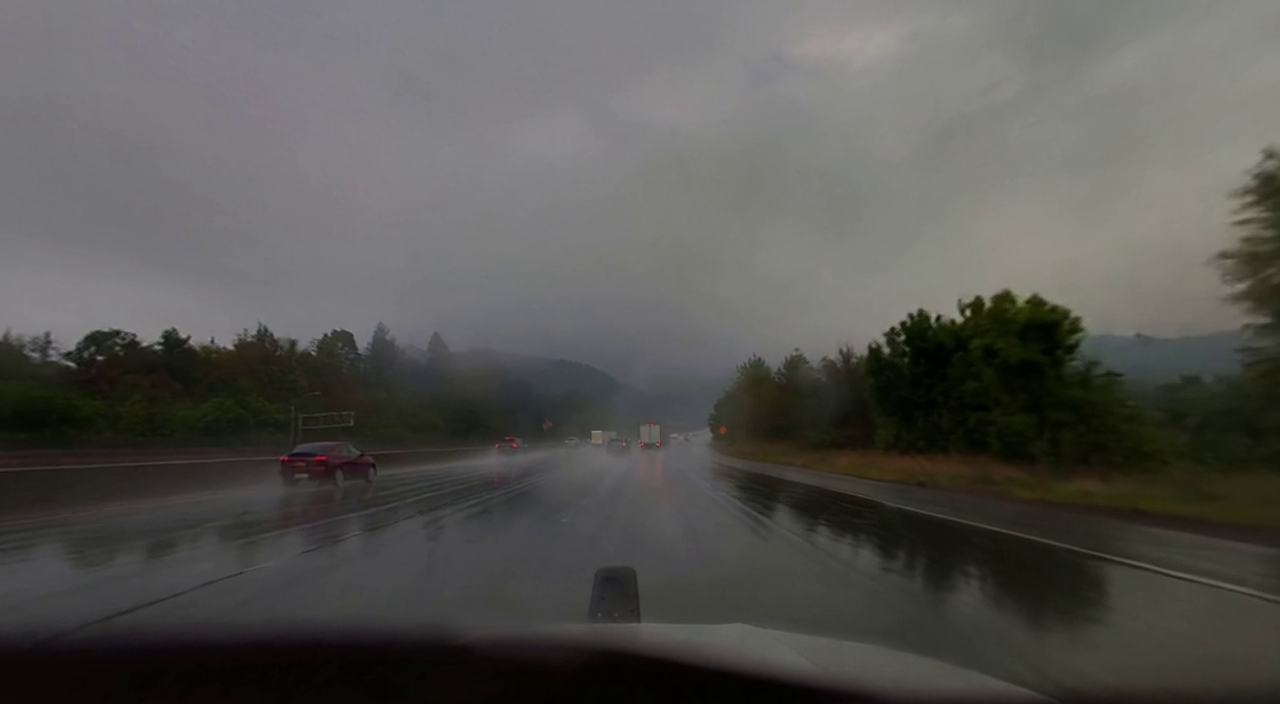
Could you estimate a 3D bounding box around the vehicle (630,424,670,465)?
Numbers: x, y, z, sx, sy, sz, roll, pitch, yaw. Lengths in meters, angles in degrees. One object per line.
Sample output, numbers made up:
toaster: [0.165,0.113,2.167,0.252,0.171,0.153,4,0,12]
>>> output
vehicle: [0.775,7.019,48.197,2.768,2.854,6.757,1,-8,1]

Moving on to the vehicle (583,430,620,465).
vehicle: [-2.840,7.280,48.274,2.328,2.519,5.238,0,-8,2]

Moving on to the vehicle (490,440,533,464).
vehicle: [-10.006,7.814,49.660,2.080,1.777,5.450,0,-8,2]

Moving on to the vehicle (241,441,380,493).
vehicle: [-10.309,3.617,20.267,1.952,1.457,4.689,0,-8,0]
